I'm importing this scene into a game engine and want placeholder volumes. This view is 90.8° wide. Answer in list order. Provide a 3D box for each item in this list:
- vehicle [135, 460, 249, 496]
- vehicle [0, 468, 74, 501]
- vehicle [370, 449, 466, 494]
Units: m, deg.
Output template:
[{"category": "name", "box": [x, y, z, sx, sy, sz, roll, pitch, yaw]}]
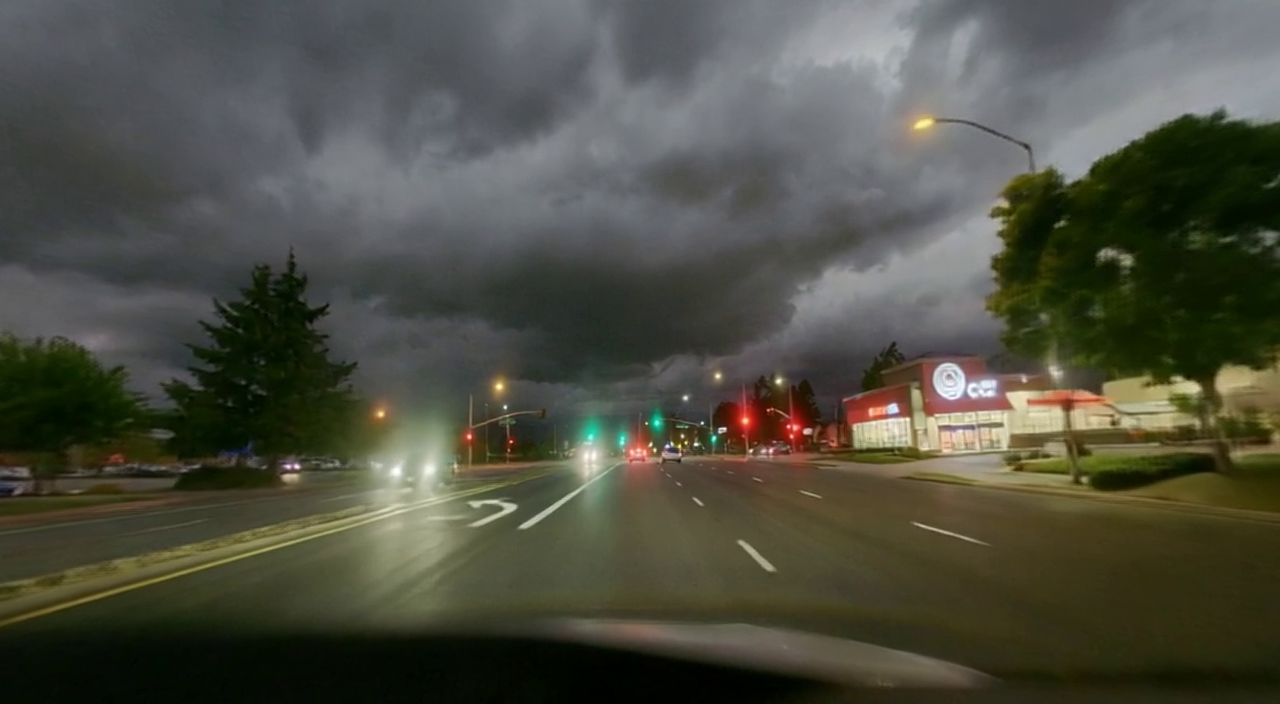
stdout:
[{"category": "vehicle", "box": [-22.935, 6.436, 32.543, 4.366, 1.666, 1.952, 4, -10, -24]}, {"category": "vehicle", "box": [-31.513, 6.568, 31.474, 4.511, 1.480, 1.959, 1, -9, -4]}, {"category": "vehicle", "box": [-8.314, 4.487, 24.177, 1.958, 1.534, 4.598, 0, -9, 1]}]
